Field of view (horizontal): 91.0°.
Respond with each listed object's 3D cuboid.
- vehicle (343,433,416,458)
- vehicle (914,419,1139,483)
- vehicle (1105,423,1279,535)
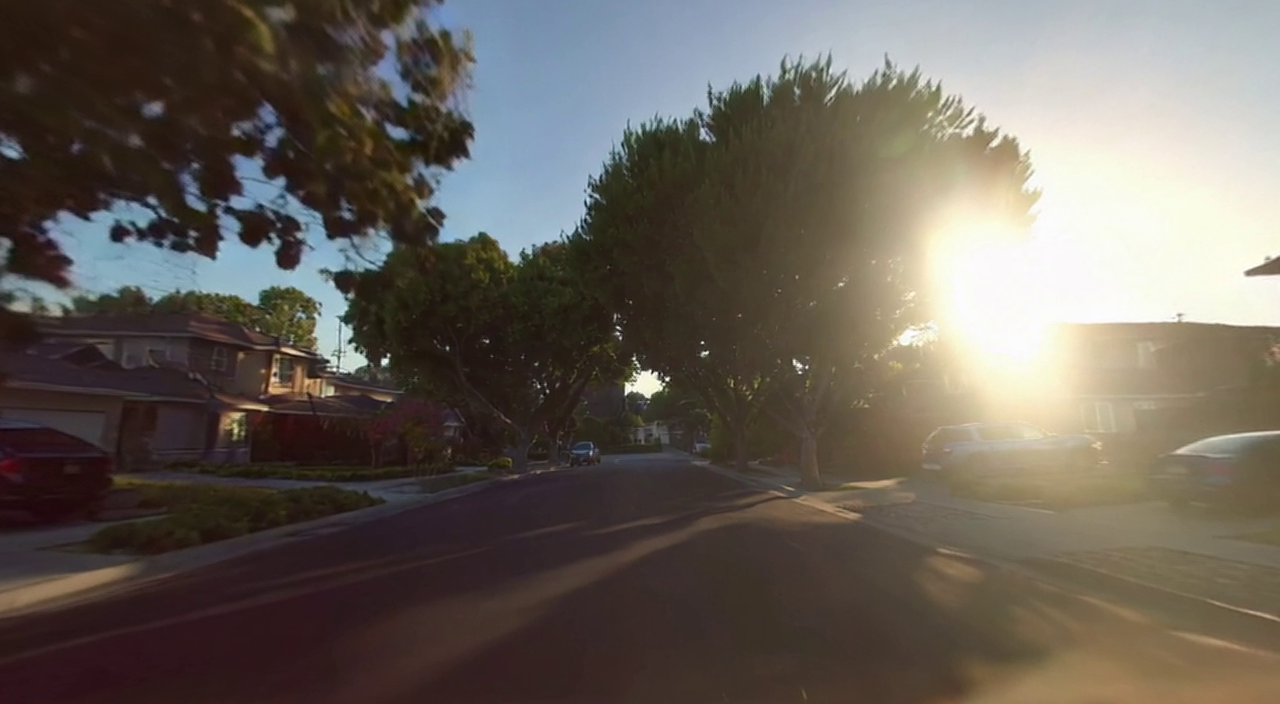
[{"bbox_3d":[-18.530,6.684,44.944,4.196,1.696,2.086,0,-10,-1],"label":"vehicle"},{"bbox_3d":[12.028,3.120,19.956,5.637,1.890,2.171,0,-8,1],"label":"vehicle"},{"bbox_3d":[10.706,1.922,10.205,4.710,1.512,1.894,-3,-8,0],"label":"vehicle"}]
